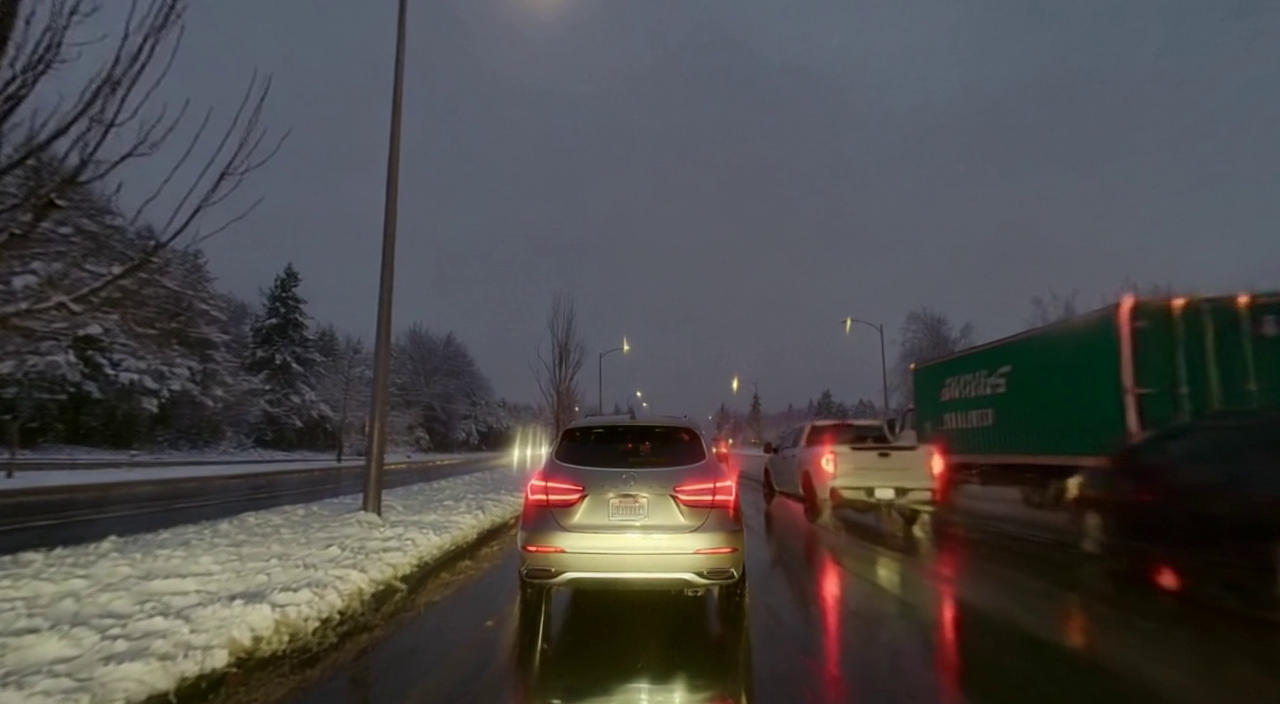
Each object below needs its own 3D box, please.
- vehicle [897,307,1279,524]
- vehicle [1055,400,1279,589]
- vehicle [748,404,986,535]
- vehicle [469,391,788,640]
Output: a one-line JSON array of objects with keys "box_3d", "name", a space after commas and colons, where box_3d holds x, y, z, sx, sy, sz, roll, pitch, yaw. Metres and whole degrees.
[{"box_3d": [11.032, 1.961, 17.177, 3.025, 3.993, 11.243, 0, -9, -1], "name": "vehicle"}, {"box_3d": [7.200, 1.492, 6.827, 2.024, 1.810, 4.807, 0, -9, 0], "name": "vehicle"}, {"box_3d": [3.983, 2.246, 12.735, 2.440, 1.962, 6.363, 0, -8, 0], "name": "vehicle"}, {"box_3d": [-0.093, 1.422, 6.404, 2.172, 1.694, 4.055, 0, -8, -1], "name": "vehicle"}]
